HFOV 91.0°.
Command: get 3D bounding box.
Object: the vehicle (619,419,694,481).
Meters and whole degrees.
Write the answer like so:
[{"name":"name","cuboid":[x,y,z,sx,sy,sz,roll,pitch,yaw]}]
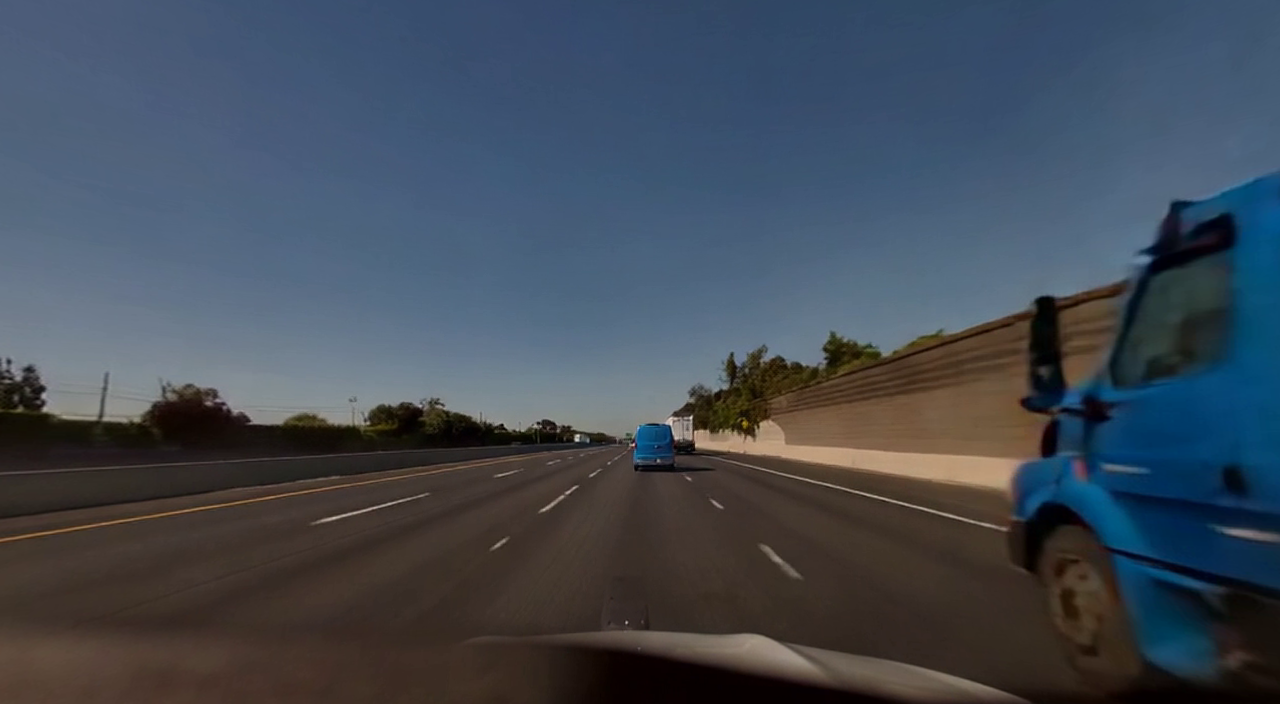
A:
[{"name":"vehicle","cuboid":[0.606,3.561,23.136,2.469,2.027,4.554,0,-8,2]}]
